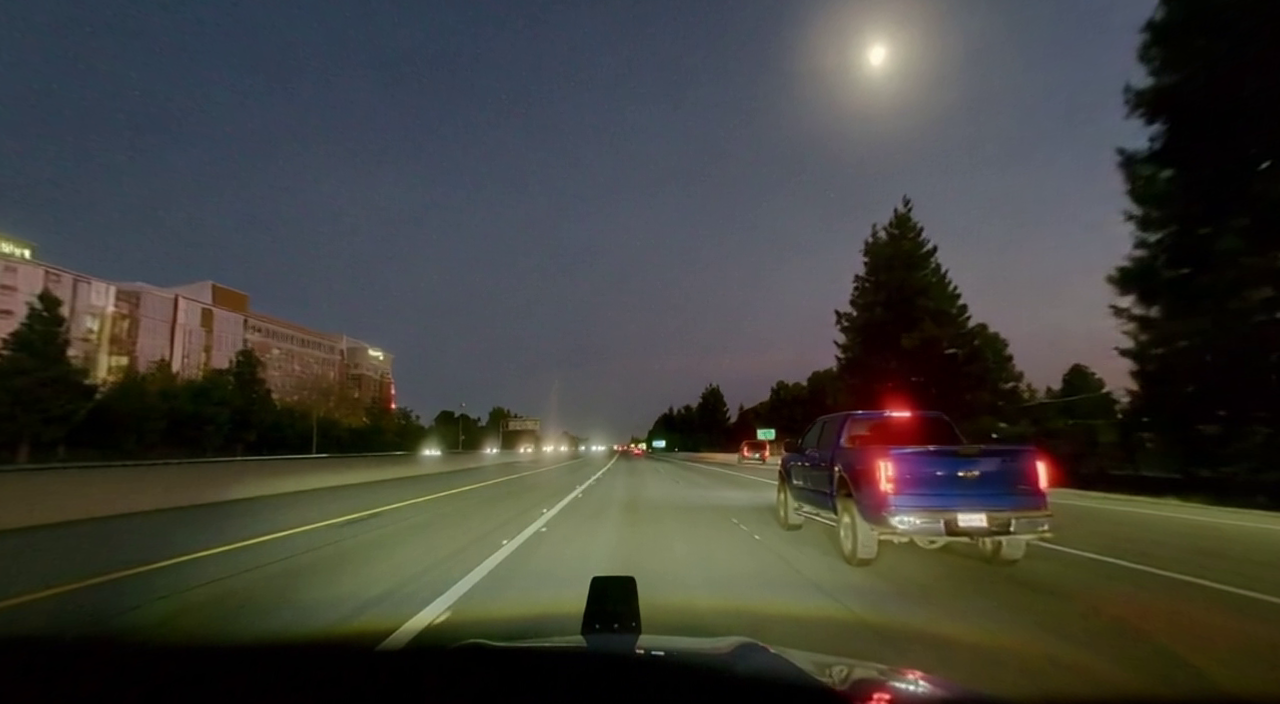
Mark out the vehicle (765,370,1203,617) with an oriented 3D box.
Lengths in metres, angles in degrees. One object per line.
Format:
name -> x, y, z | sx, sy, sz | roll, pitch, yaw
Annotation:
vehicle -> 3.256, 1.484, 7.538 | 2.462, 1.984, 4.718 | 0, -9, -1
